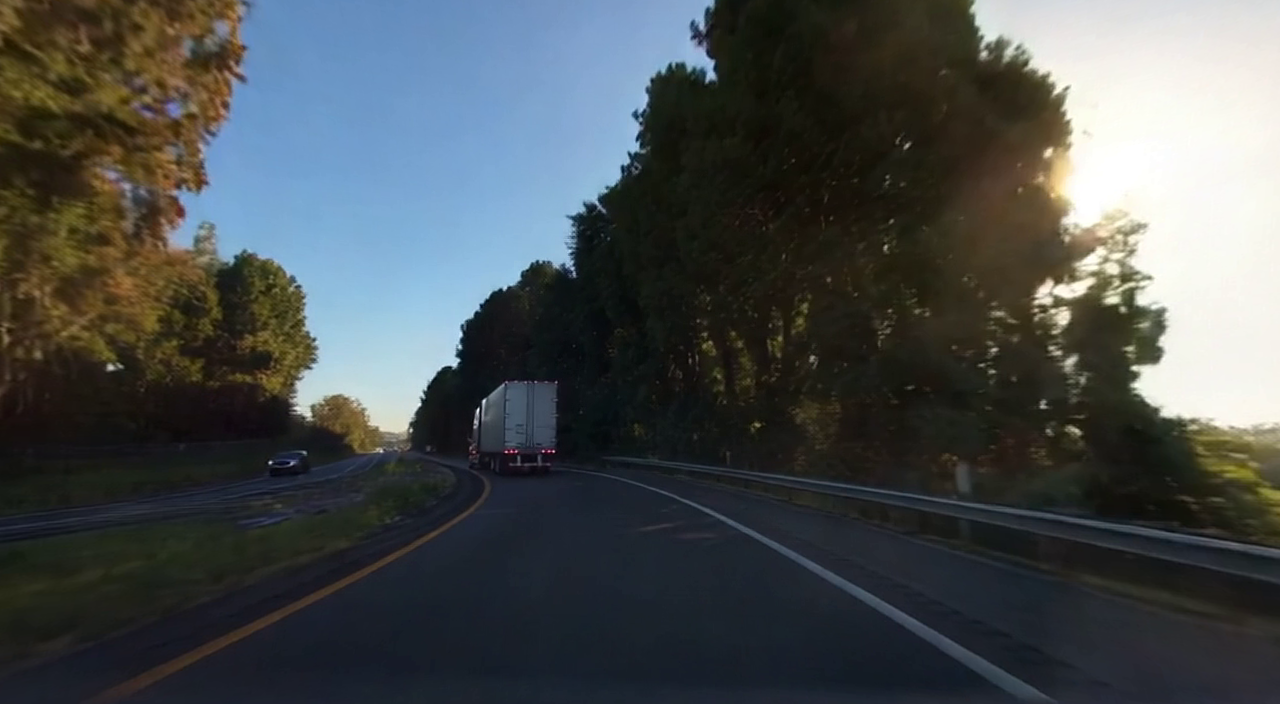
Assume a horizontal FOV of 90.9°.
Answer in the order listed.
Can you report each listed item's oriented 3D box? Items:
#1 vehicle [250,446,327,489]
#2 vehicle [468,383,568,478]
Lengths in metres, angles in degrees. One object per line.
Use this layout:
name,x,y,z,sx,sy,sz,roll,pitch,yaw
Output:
vehicle,-13.740,4.486,24.875,1.988,1.493,4.333,3,-9,-21
vehicle,-7.145,4.406,34.576,3.087,4.178,13.682,2,-8,-21
